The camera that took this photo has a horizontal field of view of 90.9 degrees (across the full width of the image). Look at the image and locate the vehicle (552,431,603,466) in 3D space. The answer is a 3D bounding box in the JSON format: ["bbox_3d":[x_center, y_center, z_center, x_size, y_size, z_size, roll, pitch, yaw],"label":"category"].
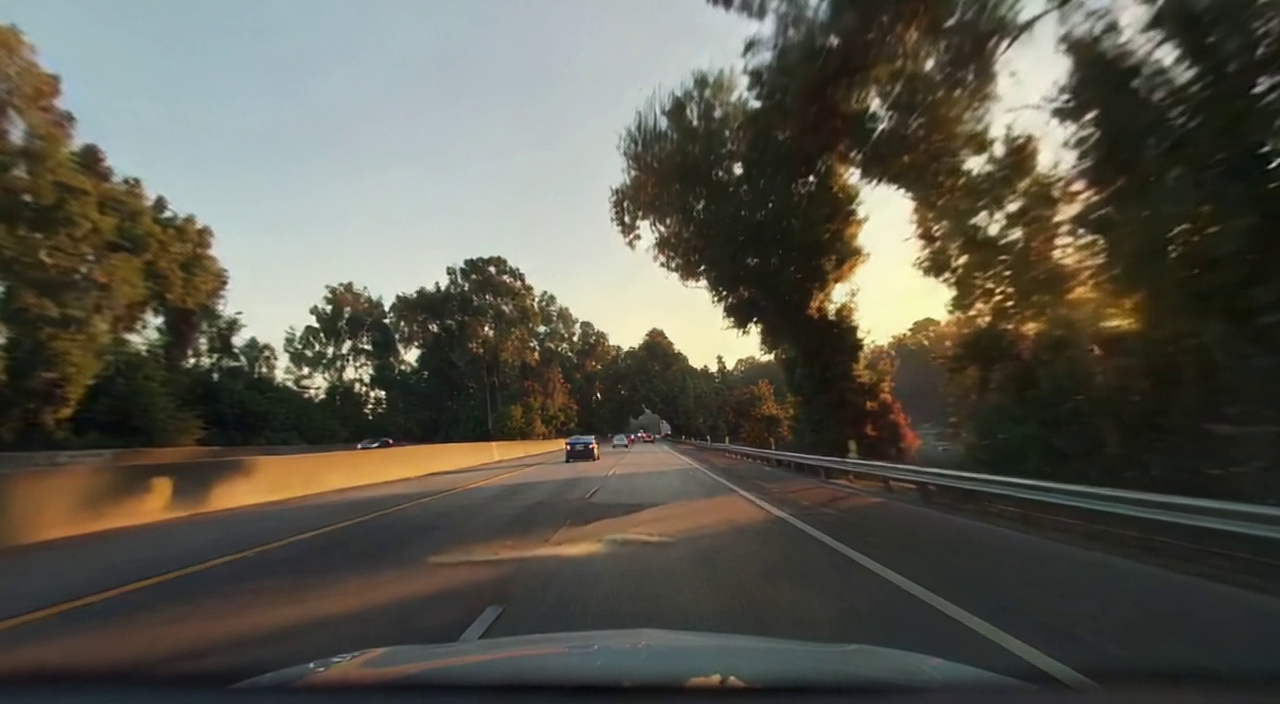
[{"bbox_3d":[-2.971,4.678,30.724,2.025,1.571,3.662,-1,-9,1],"label":"vehicle"}]
